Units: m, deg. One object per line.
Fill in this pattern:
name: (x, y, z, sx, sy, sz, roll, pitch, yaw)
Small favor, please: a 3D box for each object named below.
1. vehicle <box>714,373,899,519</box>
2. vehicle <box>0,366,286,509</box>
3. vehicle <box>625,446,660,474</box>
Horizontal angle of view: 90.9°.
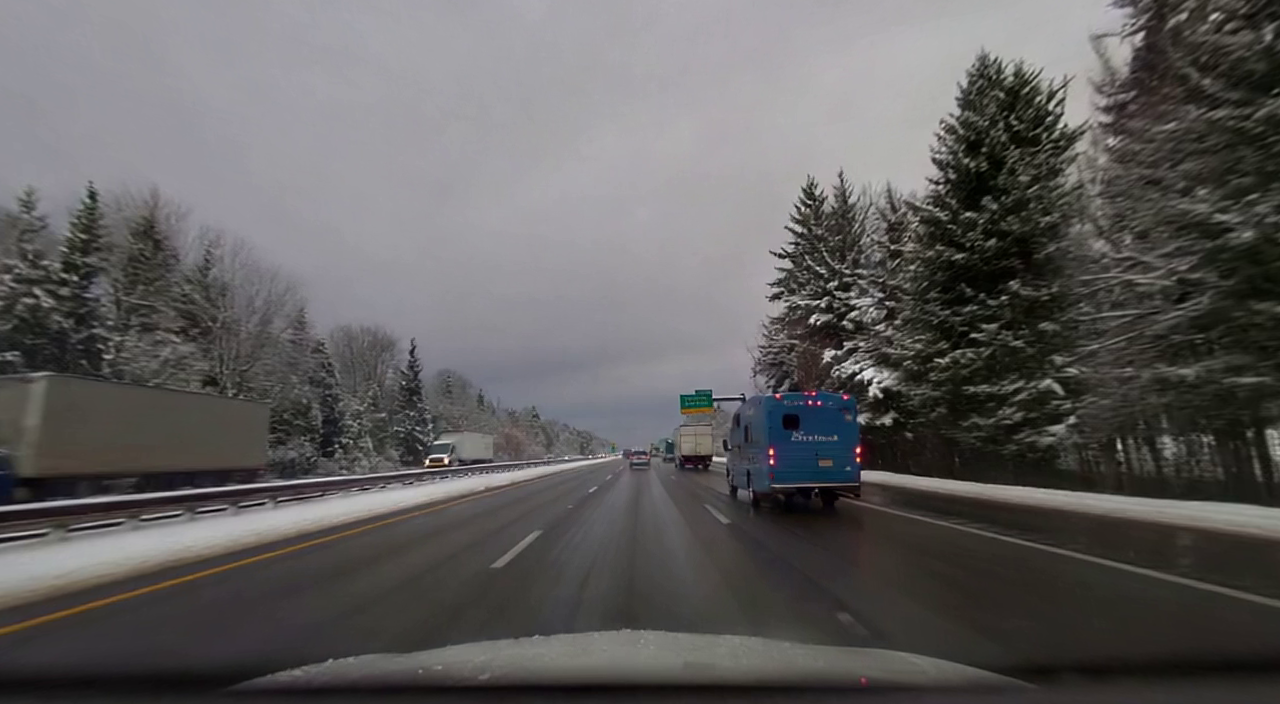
vehicle: (3.848, 2.501, 16.716, 2.698, 3.001, 7.323, 0, -9, -2)
vehicle: (-19.857, 3.544, 25.233, 3.189, 4.110, 13.996, 0, -9, 0)
vehicle: (0.167, 6.917, 40.495, 2.151, 1.678, 3.923, 0, -9, 0)
